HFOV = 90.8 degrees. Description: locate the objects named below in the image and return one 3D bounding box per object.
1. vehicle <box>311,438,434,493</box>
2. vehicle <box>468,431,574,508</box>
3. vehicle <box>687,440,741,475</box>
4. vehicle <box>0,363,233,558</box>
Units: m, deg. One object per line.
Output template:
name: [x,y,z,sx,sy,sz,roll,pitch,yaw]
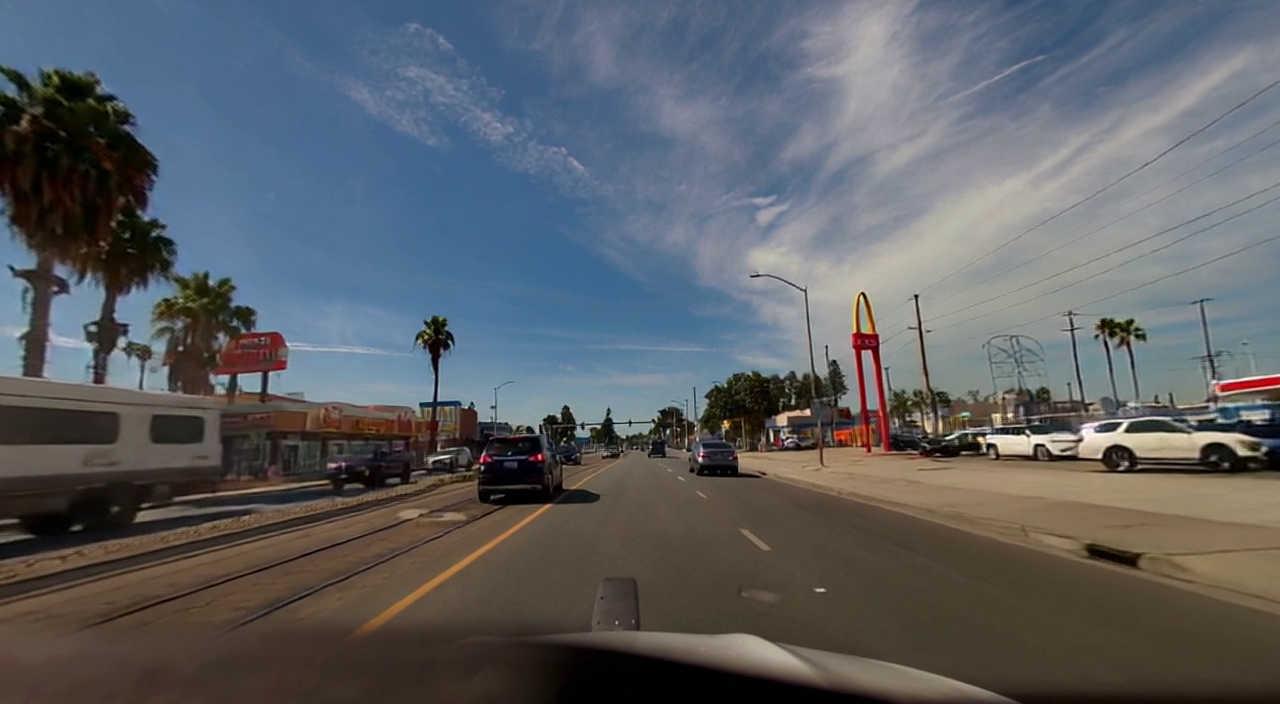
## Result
vehicle: [-10.050,4.279,24.236,2.169,1.853,4.853,-1,-9,6]
vehicle: [-2.658,2.728,15.085,2.021,1.550,4.090,1,-9,-4]
vehicle: [3.264,4.775,28.752,1.889,1.448,4.262,0,-9,0]
vehicle: [-11.199,1.789,10.807,2.662,2.995,8.344,1,-7,2]
